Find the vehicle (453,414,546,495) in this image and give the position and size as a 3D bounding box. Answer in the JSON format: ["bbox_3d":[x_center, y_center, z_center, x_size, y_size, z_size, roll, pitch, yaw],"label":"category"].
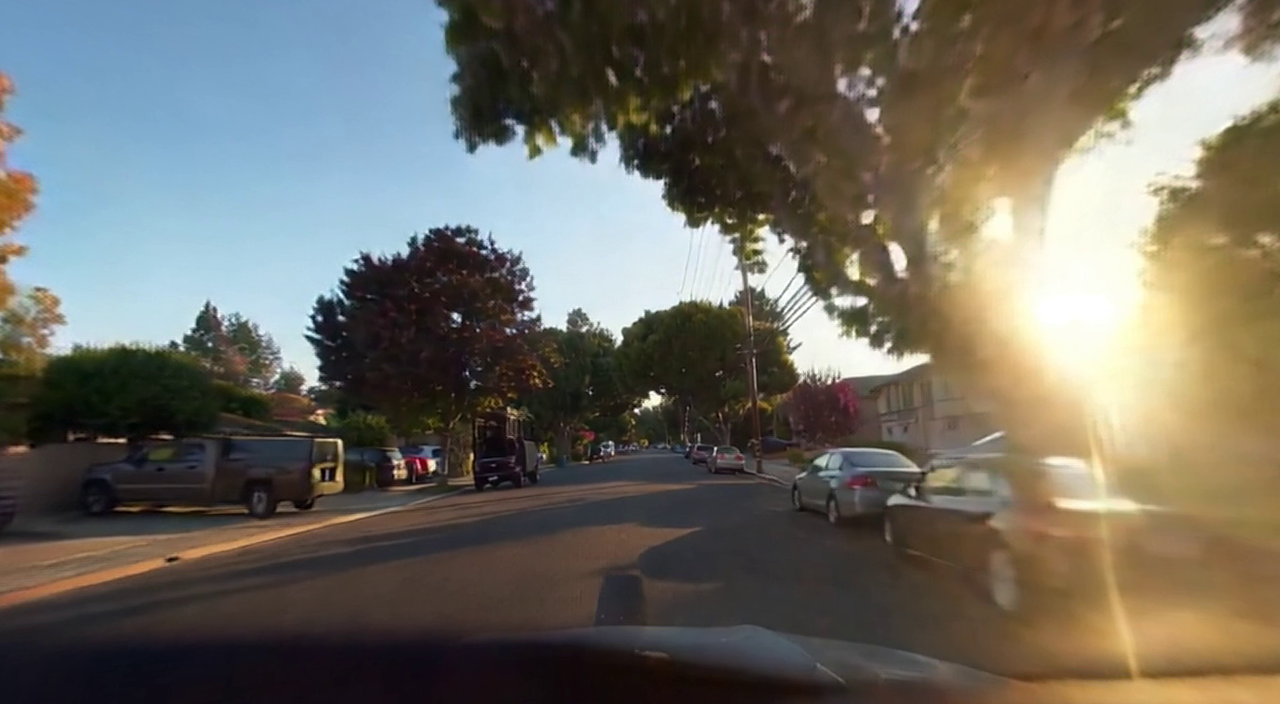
[{"bbox_3d":[-5.742,4.271,26.699,2.313,2.875,6.057,-4,-8,2],"label":"vehicle"}]

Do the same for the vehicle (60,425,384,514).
[{"bbox_3d":[-10.464,2.977,16.311,6.540,2.079,2.565,0,-8,1],"label":"vehicle"}]

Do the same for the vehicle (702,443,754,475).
[{"bbox_3d":[4.520,5.587,33.180,2.016,1.544,4.645,0,-8,0],"label":"vehicle"}]

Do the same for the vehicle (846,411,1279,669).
[{"bbox_3d":[3.761,1.487,6.289,1.970,1.530,4.899,0,-8,3],"label":"vehicle"}]
